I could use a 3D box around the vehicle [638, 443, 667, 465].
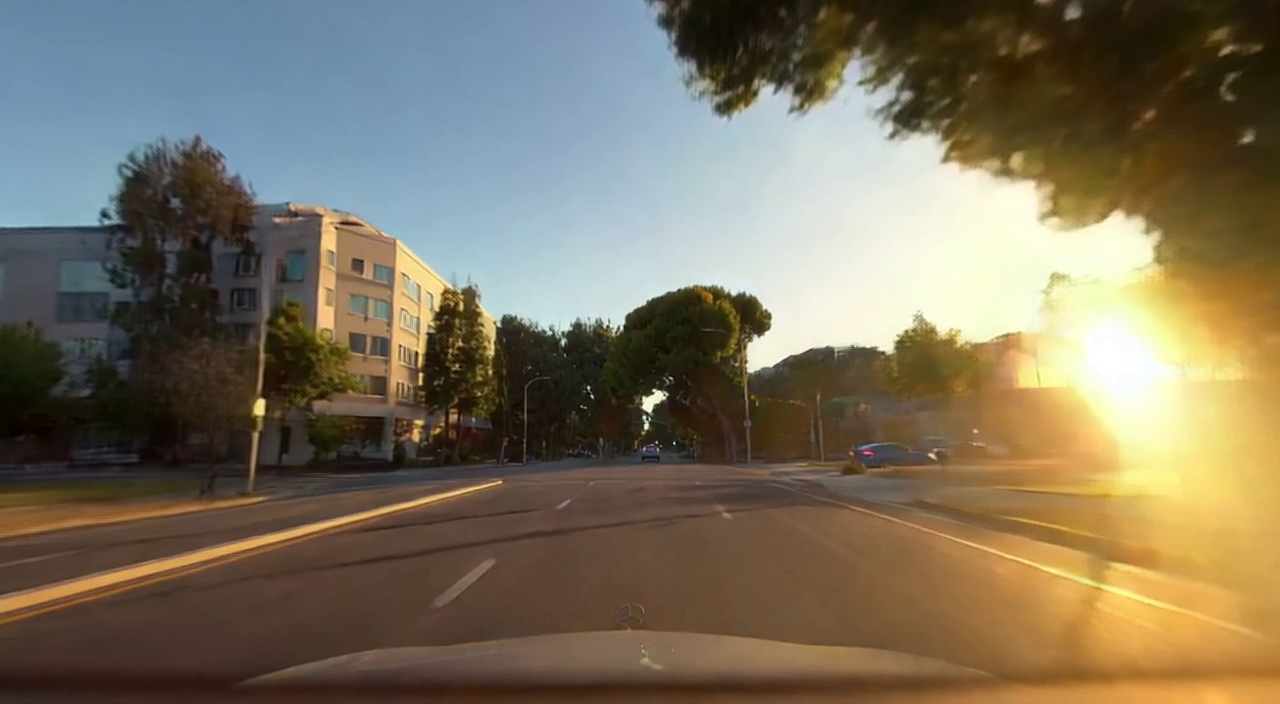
[{"bbox_3d":[0.961,7.915,49.042,2.200,1.653,4.127,0,-8,1],"label":"vehicle"}]

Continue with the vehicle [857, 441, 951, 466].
[{"bbox_3d":[16.124,6.199,38.681,4.824,1.462,1.974,0,-8,-1],"label":"vehicle"}]
